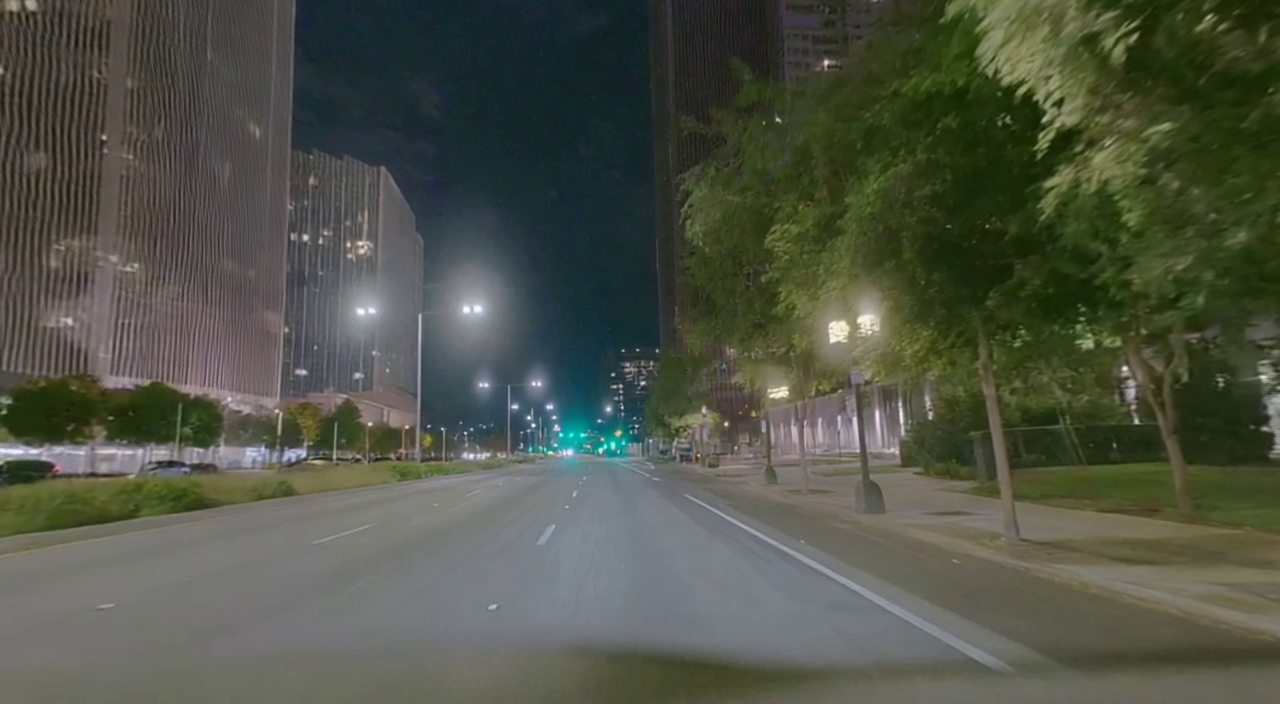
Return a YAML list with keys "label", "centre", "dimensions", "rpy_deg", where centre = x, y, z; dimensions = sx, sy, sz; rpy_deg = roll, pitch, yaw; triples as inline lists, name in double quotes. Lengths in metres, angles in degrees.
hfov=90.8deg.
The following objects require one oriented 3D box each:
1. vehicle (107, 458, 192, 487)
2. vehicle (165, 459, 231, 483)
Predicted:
- label: "vehicle"
  centre: [-33.479, 8.206, 43.326]
  dimensions: [2.031, 1.789, 5.081]
  rpy_deg: [1, -8, -5]
- label: "vehicle"
  centre: [-34.028, 9.156, 48.785]
  dimensions: [2.034, 1.618, 4.667]
  rpy_deg: [1, -8, -6]
